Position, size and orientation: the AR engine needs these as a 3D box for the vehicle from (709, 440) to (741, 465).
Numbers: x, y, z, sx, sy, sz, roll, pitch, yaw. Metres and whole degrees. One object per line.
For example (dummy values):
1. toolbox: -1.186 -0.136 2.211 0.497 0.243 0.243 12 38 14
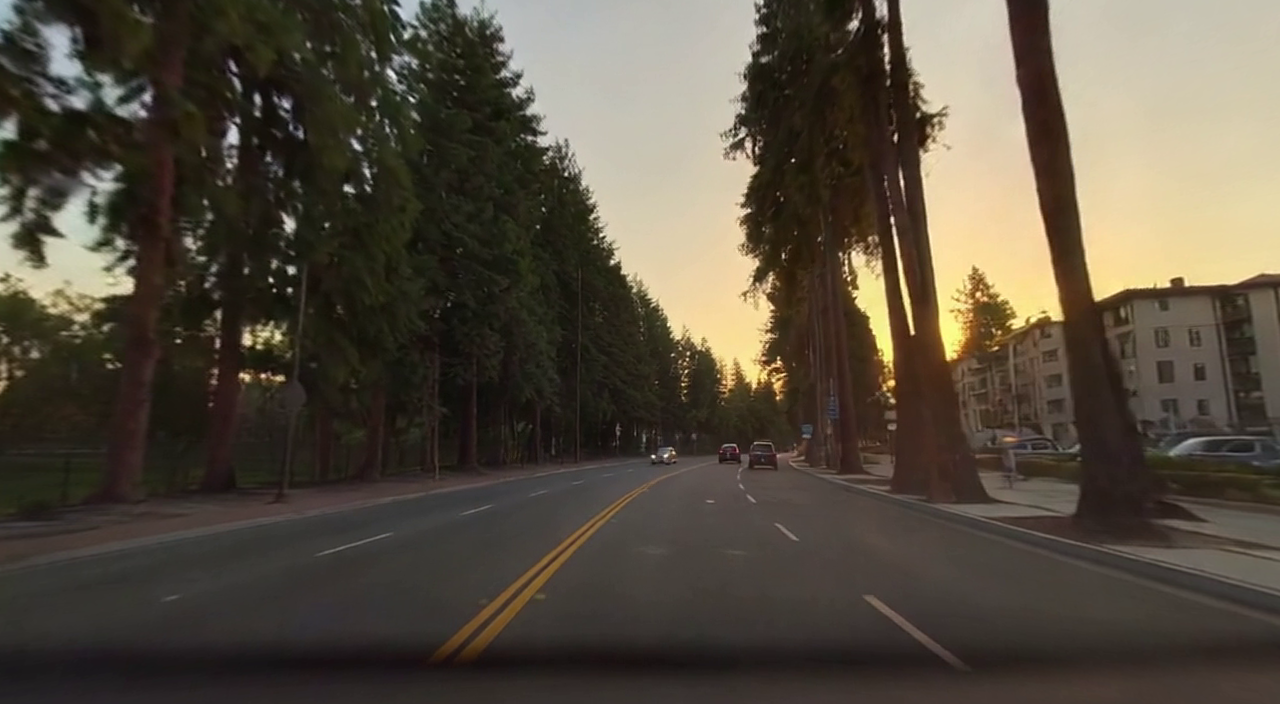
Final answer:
1. vehicle: 6.669 7.819 48.906 2.158 1.852 4.485 -2 -9 11

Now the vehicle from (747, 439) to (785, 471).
1. vehicle: 7.673 6.286 38.605 2.069 1.791 4.422 -1 -8 9
